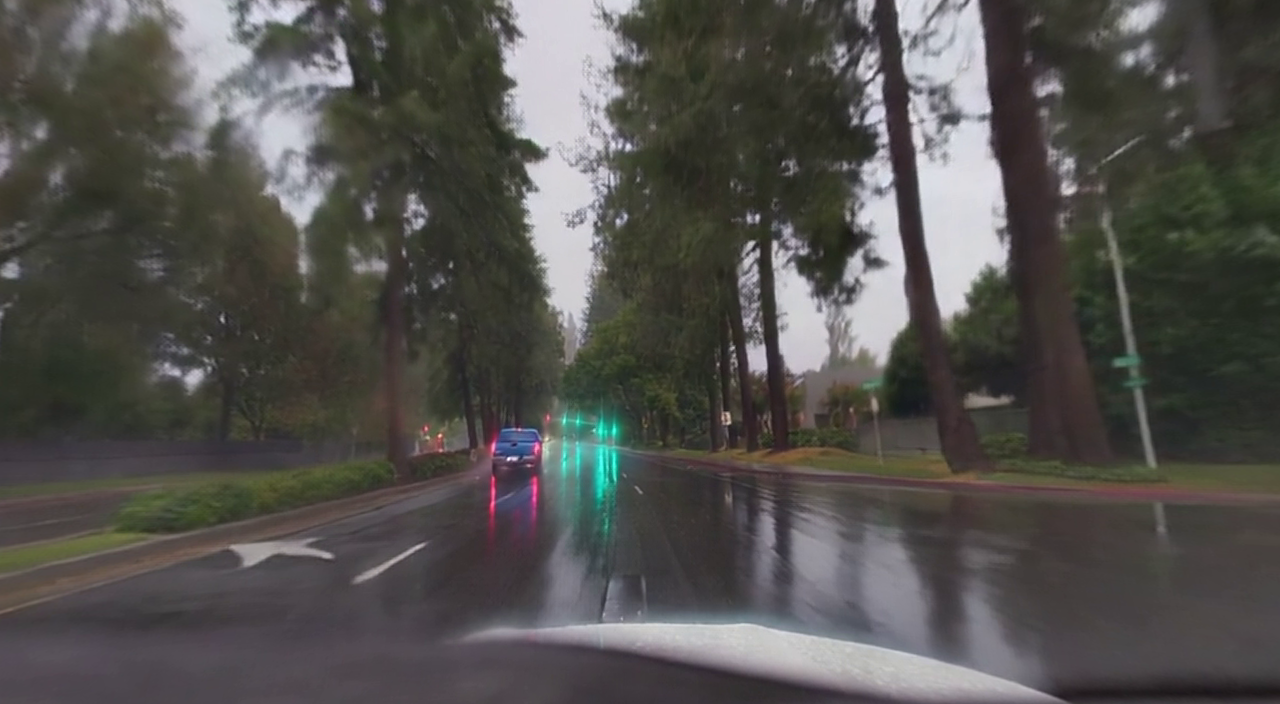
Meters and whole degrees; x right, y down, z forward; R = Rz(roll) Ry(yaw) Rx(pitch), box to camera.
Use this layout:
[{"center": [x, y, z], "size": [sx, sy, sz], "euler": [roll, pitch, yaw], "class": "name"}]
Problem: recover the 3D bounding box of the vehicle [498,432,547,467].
[{"center": [-6.890, 5.788, 37.687], "size": [2.267, 1.849, 6.402], "euler": [1, -8, -5], "class": "vehicle"}]
